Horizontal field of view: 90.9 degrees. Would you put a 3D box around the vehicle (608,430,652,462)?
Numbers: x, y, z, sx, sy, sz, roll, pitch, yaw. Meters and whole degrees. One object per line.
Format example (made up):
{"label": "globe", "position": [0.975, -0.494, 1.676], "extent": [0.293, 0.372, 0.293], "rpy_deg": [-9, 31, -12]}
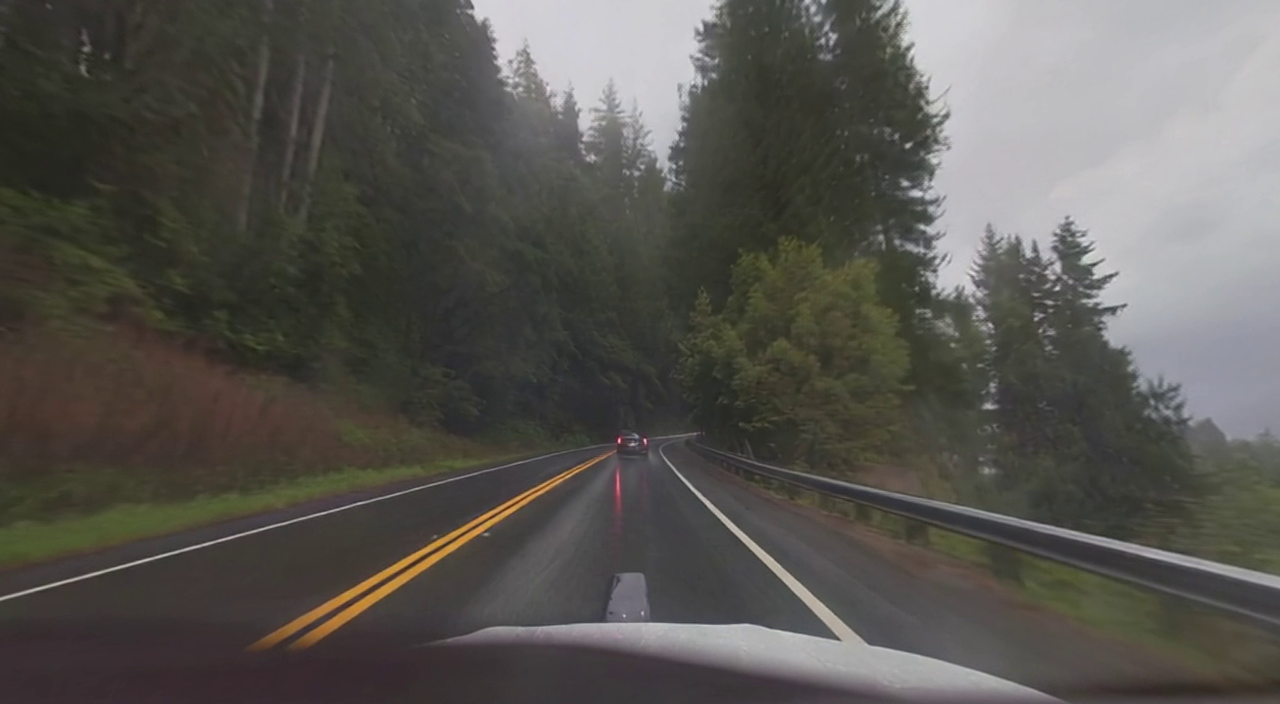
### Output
{"label": "vehicle", "position": [-0.512, 4.794, 32.287], "extent": [2.120, 1.491, 4.349], "rpy_deg": [0, -8, -1]}
